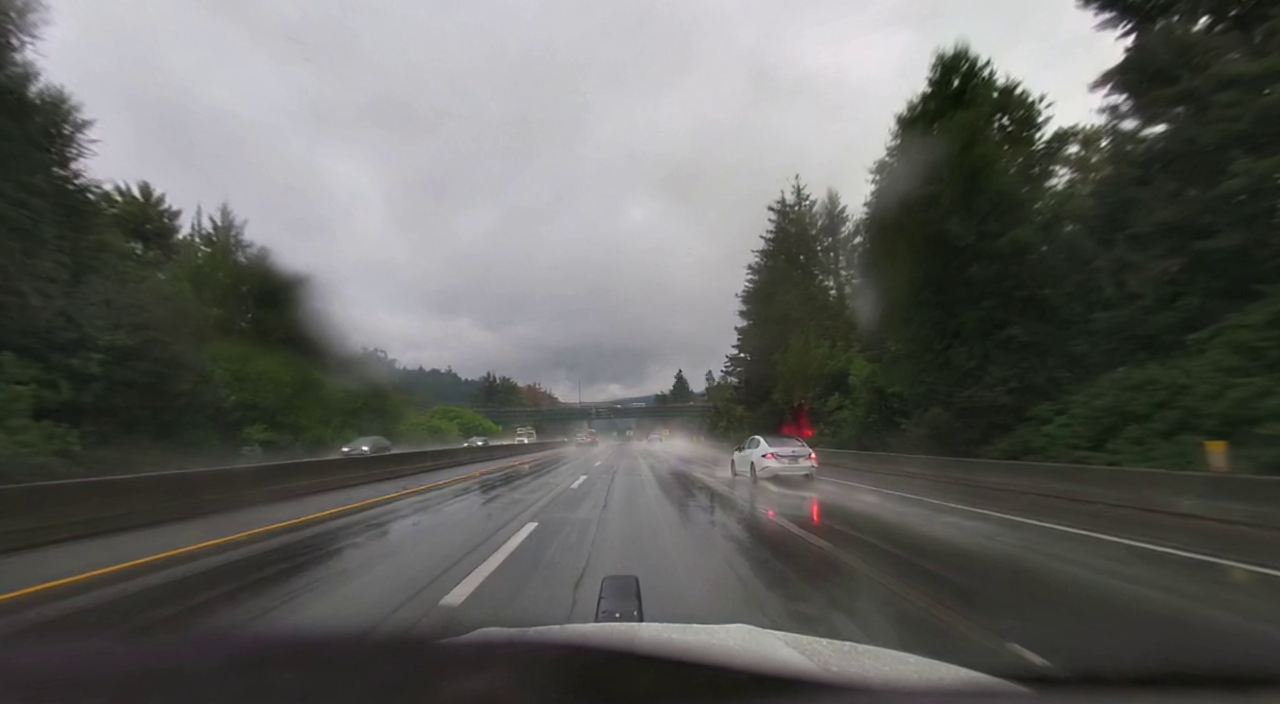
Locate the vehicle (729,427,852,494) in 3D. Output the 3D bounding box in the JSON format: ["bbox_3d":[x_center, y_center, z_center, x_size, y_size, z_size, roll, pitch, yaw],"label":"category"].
[{"bbox_3d":[3.794,2.802,16.788,2.031,1.531,4.365,0,-8,-2],"label":"vehicle"}]
